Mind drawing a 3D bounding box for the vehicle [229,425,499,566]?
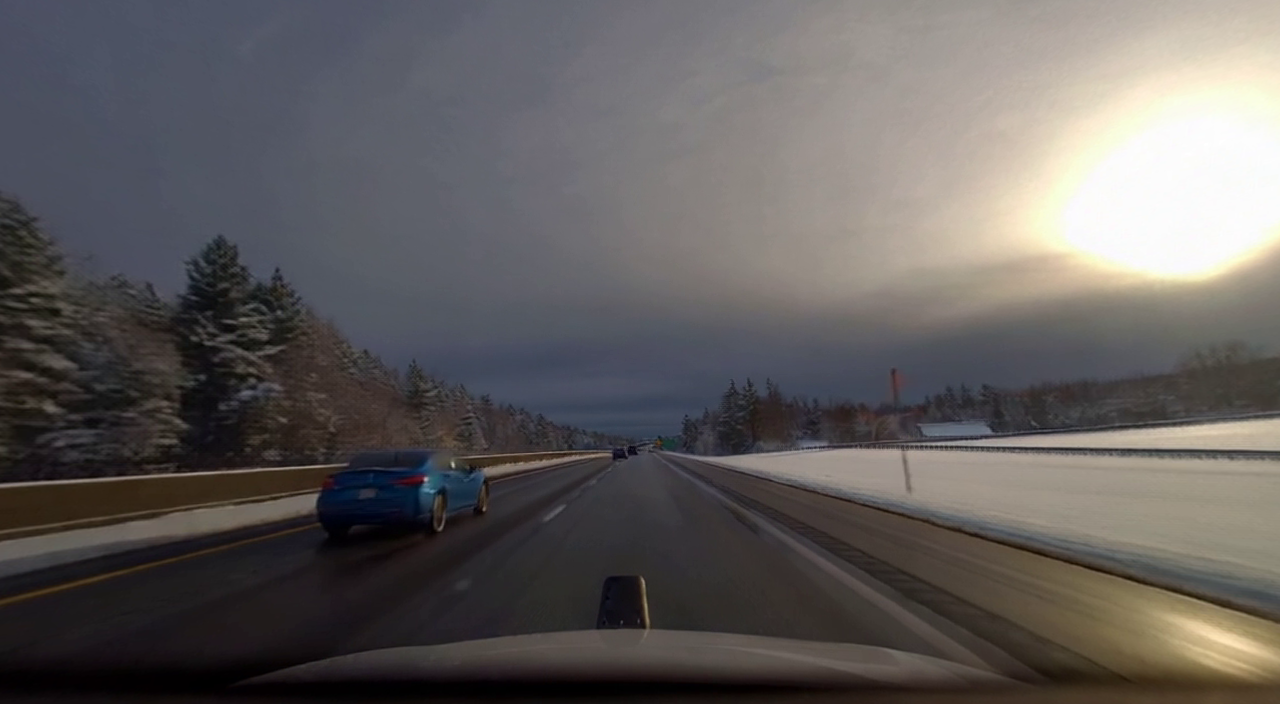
[{"bbox_3d":[-3.603,1.938,9.264,2.088,1.586,4.000,0,-8,1],"label":"vehicle"}]

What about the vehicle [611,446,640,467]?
[{"bbox_3d":[-1.017,7.508,45.513,1.917,1.450,3.997,0,-8,2],"label":"vehicle"}]
